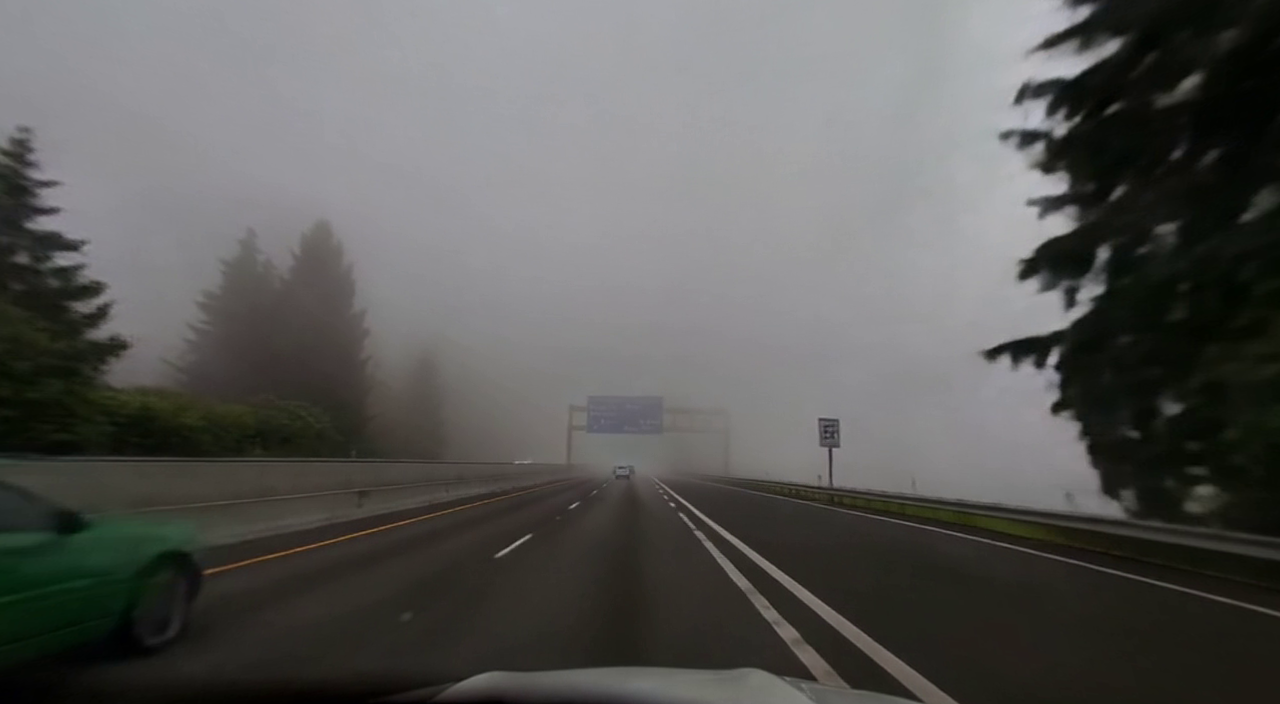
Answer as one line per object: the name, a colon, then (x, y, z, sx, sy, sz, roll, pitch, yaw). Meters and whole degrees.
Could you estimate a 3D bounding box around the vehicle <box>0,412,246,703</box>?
vehicle: (-3.924, 0.950, 2.546, 2.006, 1.469, 4.050, 1, -10, 0)
